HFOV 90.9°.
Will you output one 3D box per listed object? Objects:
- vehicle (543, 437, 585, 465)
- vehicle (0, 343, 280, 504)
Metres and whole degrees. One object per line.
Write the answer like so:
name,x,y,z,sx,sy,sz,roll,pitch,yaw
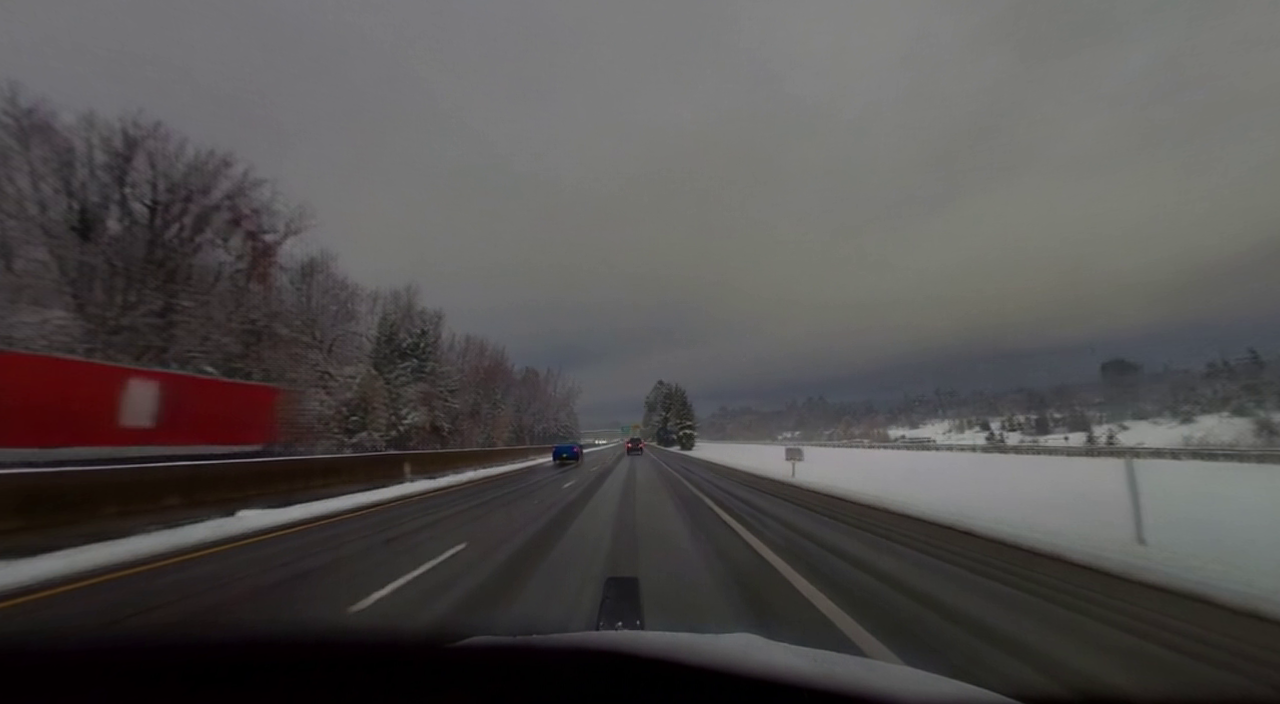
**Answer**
vehicle,-4.537,5.982,38.089,2.002,1.553,4.247,0,-8,0
vehicle,-17.089,2.467,20.287,2.878,3.898,13.768,0,-8,0
